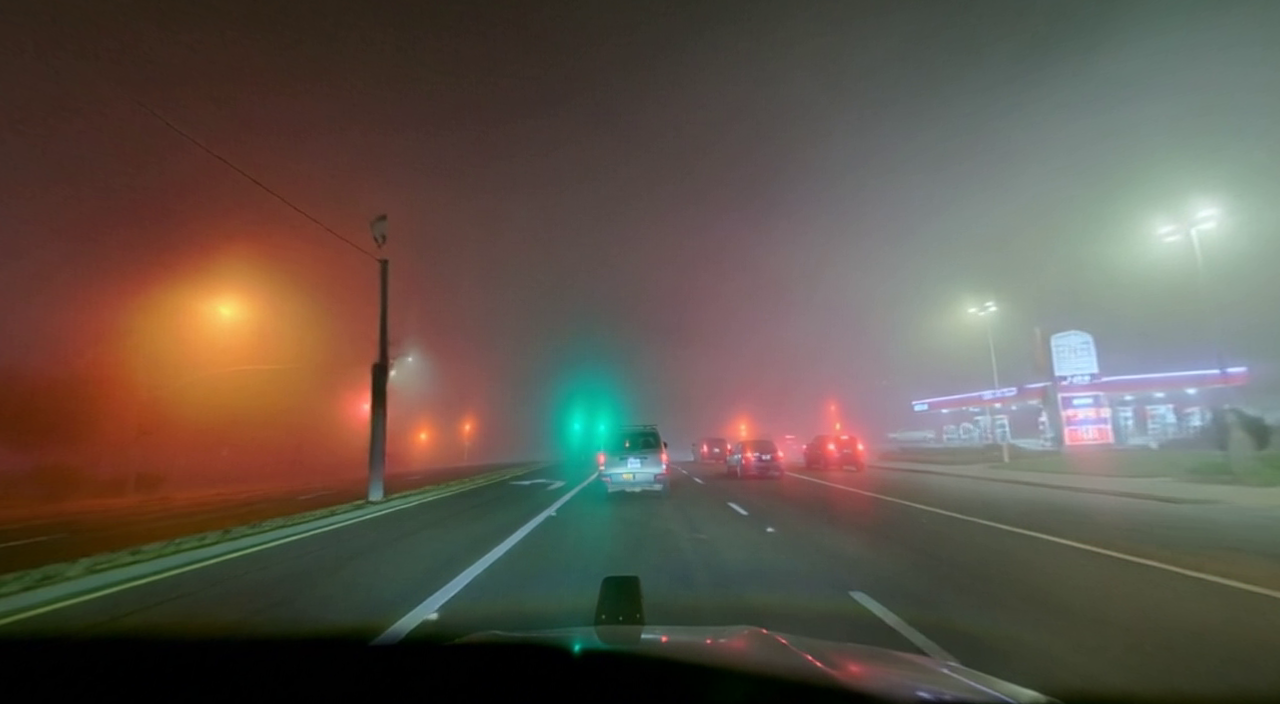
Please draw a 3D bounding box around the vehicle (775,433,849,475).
[{"bbox_3d":[7.021,4.195,26.224,1.793,1.585,4.130,0,-8,-1],"label":"vehicle"}]

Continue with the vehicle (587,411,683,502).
[{"bbox_3d":[-0.139,2.588,15.967,2.038,1.917,4.900,0,-8,-1],"label":"vehicle"}]

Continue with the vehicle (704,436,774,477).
[{"bbox_3d":[3.794,4.095,25.015,1.940,1.474,4.234,0,-8,-2],"label":"vehicle"}]
